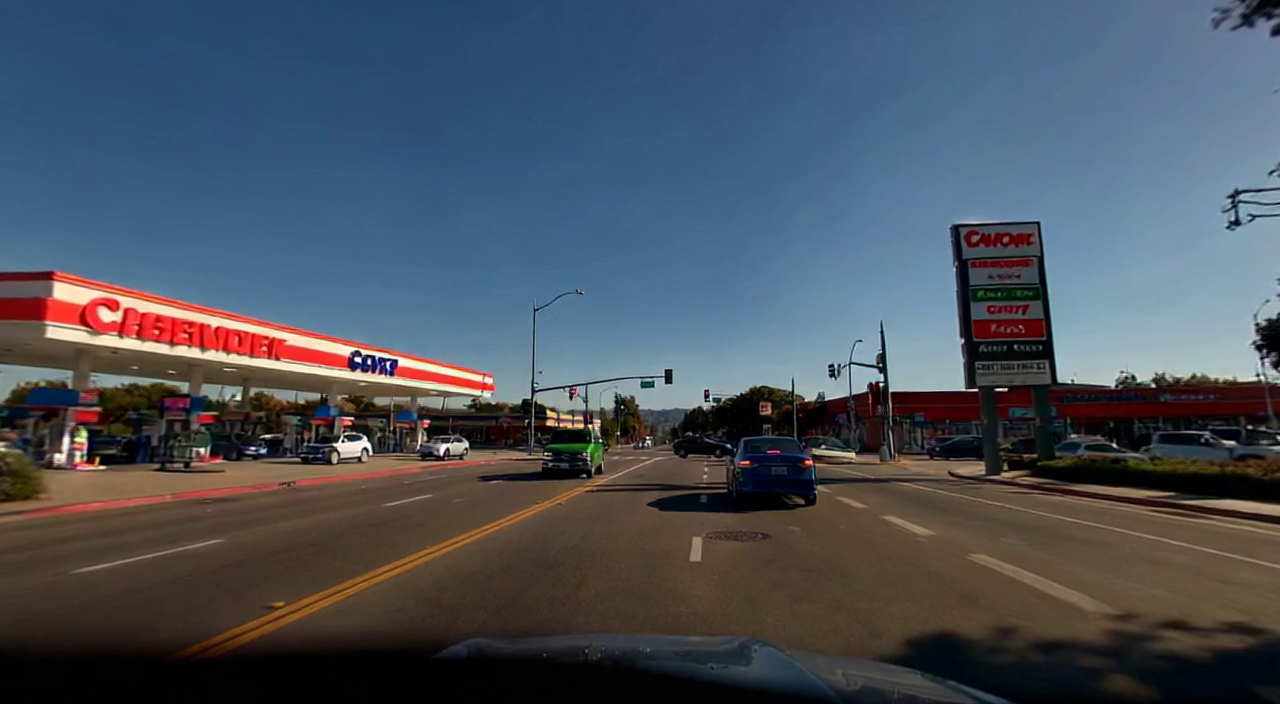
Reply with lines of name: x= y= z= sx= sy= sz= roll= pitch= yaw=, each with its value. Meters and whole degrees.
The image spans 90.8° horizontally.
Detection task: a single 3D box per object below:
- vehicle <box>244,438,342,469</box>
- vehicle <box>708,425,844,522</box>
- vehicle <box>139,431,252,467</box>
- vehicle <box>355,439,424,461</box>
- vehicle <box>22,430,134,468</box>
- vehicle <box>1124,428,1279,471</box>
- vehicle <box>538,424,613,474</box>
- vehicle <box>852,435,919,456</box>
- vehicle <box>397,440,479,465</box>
vehicle: x=-17.879 y=5.204 z=32.528 sx=4.610 sy=1.515 sz=2.112 roll=-4 pitch=-9 yaw=27
vehicle: x=2.413 y=2.272 z=12.378 sx=1.995 sy=1.525 sz=4.392 roll=-1 pitch=-8 yaw=5
vehicle: x=-24.445 y=5.340 z=34.800 sx=4.975 sy=1.863 sz=2.443 roll=-3 pitch=-9 yaw=18
vehicle: x=-17.826 y=6.949 z=44.992 sx=4.294 sy=1.480 sz=1.936 roll=-3 pitch=-9 yaw=19
vehicle: x=-32.903 y=5.690 z=36.992 sx=5.687 sy=2.081 sz=2.191 roll=-3 pitch=-8 yaw=18
vehicle: x=21.831 y=3.741 z=24.398 sx=1.956 sy=1.463 sz=4.500 roll=4 pitch=-9 yaw=-23
vehicle: x=-2.681 y=4.249 z=27.788 sx=2.334 sy=1.966 sz=5.056 roll=-1 pitch=-8 yaw=5
vehicle: x=18.826 y=7.197 z=48.565 sx=4.510 sy=1.483 sz=1.774 roll=-5 pitch=-10 yaw=30
vehicle: x=-12.616 y=6.290 z=39.671 sx=1.854 sy=1.501 sz=4.561 roll=-8 pitch=-11 yaw=41
